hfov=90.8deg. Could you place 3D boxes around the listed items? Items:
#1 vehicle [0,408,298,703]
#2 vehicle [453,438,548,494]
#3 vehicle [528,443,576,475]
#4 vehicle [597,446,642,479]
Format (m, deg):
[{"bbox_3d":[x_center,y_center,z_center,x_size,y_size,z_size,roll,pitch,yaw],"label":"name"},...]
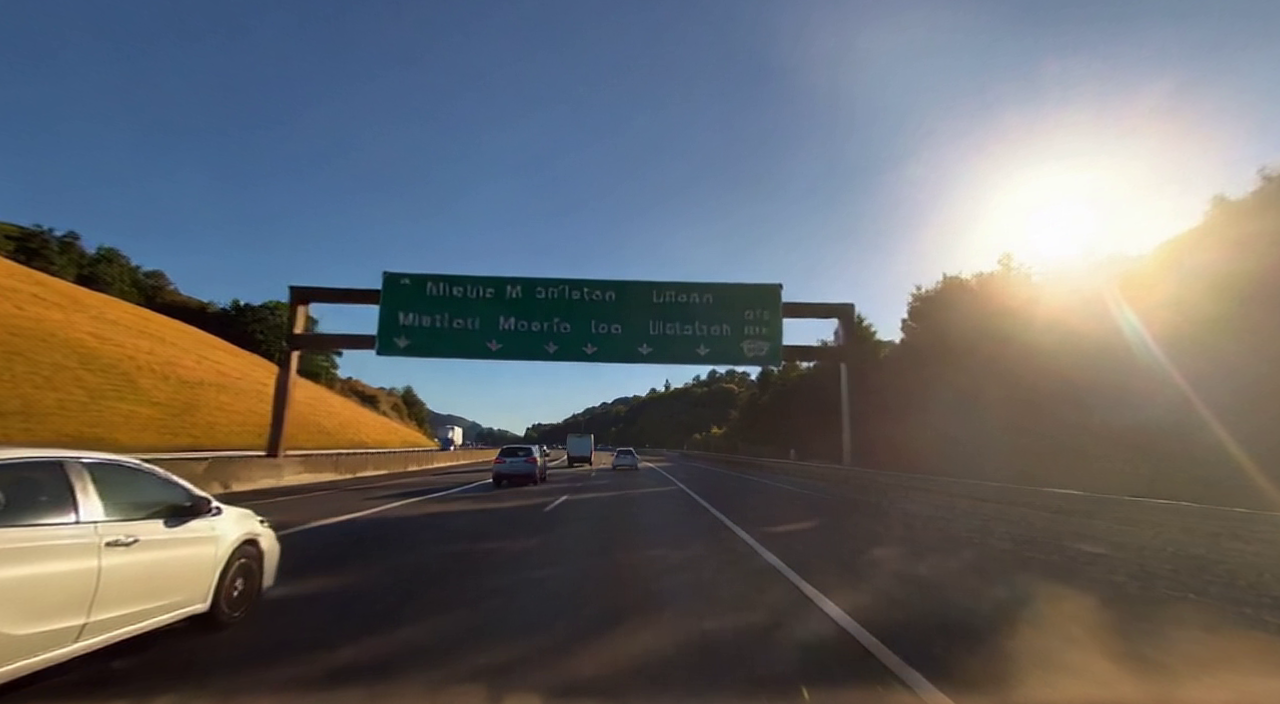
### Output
[{"bbox_3d":[-3.877,1.087,3.334,1.892,1.492,3.940,0,-9,0],"label":"vehicle"},{"bbox_3d":[-4.442,3.701,20.796,2.208,1.619,4.162,0,-9,0],"label":"vehicle"},{"bbox_3d":[-4.780,5.898,34.849,2.118,1.624,4.032,0,-9,-1],"label":"vehicle"},{"bbox_3d":[-0.970,5.257,30.128,1.988,1.440,4.201,0,-9,-2],"label":"vehicle"}]
